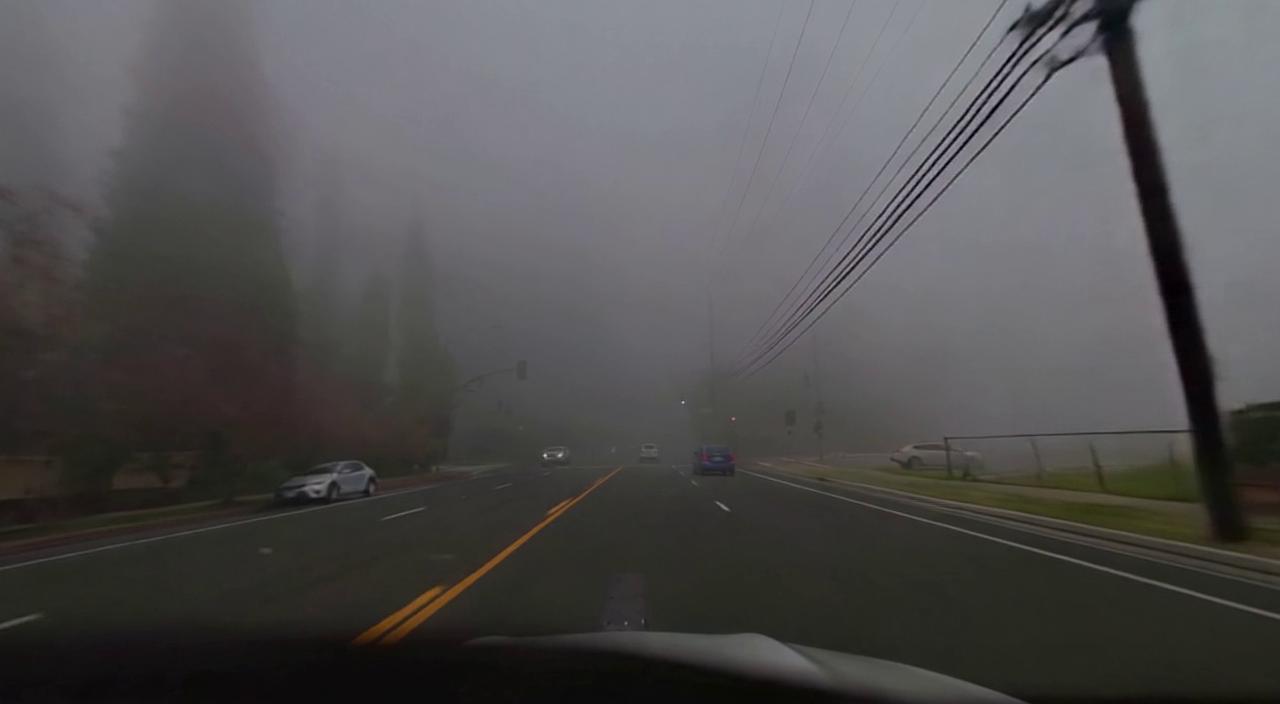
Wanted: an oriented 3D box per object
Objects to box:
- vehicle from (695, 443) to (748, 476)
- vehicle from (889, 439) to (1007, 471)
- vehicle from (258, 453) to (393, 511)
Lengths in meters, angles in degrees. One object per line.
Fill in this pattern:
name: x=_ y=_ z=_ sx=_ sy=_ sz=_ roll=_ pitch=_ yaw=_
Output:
vehicle: x=3.855 y=5.186 z=30.688 sx=1.951 sy=1.479 sz=4.487 roll=0 pitch=-8 yaw=-1
vehicle: x=15.011 y=5.030 z=30.824 sx=4.838 sy=1.474 sz=1.873 roll=1 pitch=-8 yaw=-6
vehicle: x=-10.032 y=4.132 z=20.611 sx=2.032 sy=1.452 sz=4.656 roll=-2 pitch=-7 yaw=0
